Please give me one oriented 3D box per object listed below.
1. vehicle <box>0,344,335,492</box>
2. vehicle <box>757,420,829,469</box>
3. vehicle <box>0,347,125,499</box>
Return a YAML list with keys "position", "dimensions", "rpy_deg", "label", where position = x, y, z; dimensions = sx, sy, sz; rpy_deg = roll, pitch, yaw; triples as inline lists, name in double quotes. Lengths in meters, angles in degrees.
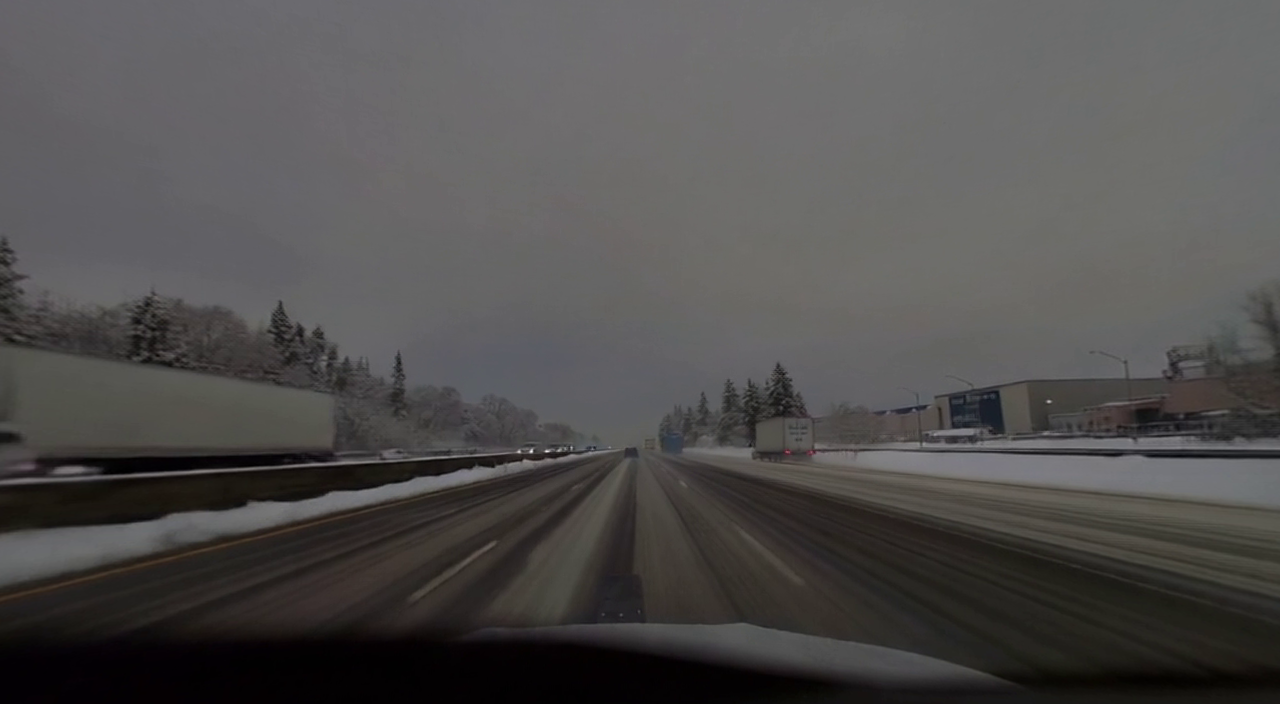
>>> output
- position: [-17.343, 2.930, 24.662]
  dimensions: [3.059, 3.950, 15.669]
  rpy_deg: [0, -9, 0]
  label: "vehicle"
- position: [11.105, 6.910, 47.027]
  dimensions: [2.912, 3.293, 9.588]
  rpy_deg: [0, -9, 0]
  label: "vehicle"
- position: [-17.471, 1.668, 15.047]
  dimensions: [3.000, 3.731, 8.444]
  rpy_deg: [0, -9, 1]
  label: "vehicle"
